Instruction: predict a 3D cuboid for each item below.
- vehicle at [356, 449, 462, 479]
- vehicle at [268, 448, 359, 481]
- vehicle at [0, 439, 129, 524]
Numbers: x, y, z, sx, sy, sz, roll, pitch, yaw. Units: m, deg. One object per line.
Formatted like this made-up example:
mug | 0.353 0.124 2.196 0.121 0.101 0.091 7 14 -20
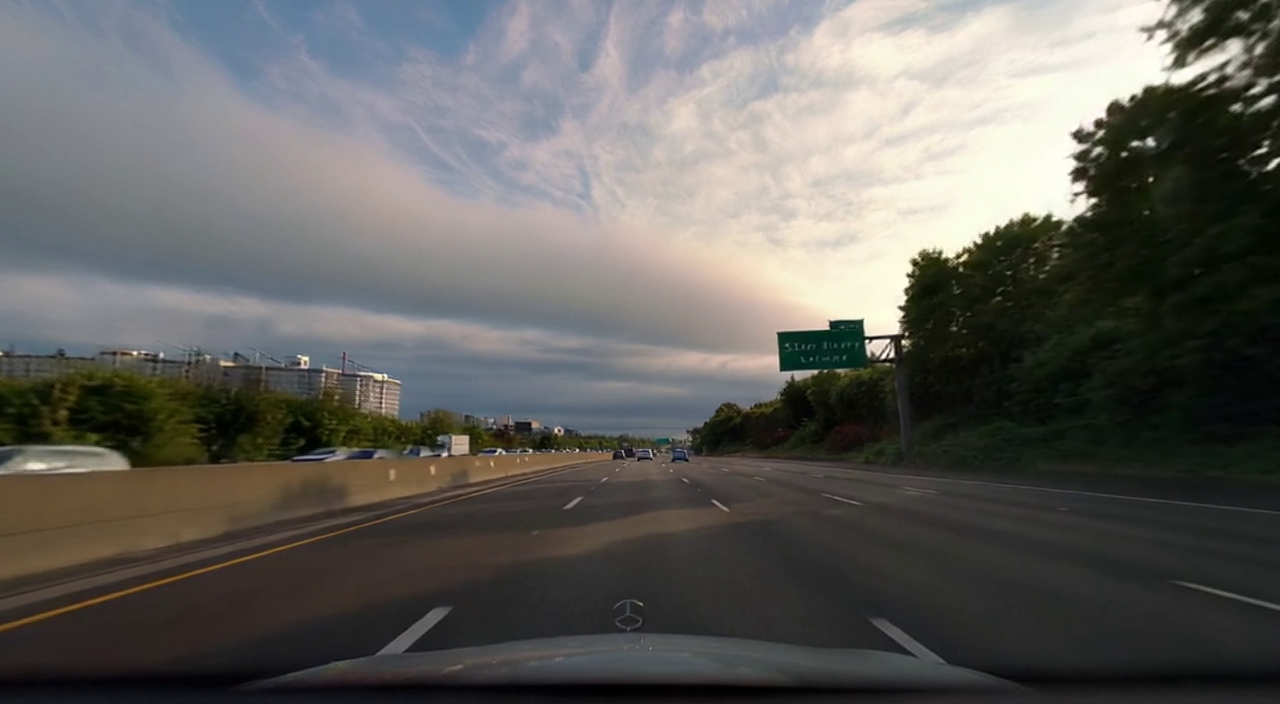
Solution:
vehicle | -11.774 5.744 32.448 4.746 1.457 1.988 1 -9 -7
vehicle | -15.975 5.504 31.180 1.852 1.497 4.879 0 -9 0
vehicle | -11.932 2.319 11.412 1.801 1.449 4.143 0 -9 1
